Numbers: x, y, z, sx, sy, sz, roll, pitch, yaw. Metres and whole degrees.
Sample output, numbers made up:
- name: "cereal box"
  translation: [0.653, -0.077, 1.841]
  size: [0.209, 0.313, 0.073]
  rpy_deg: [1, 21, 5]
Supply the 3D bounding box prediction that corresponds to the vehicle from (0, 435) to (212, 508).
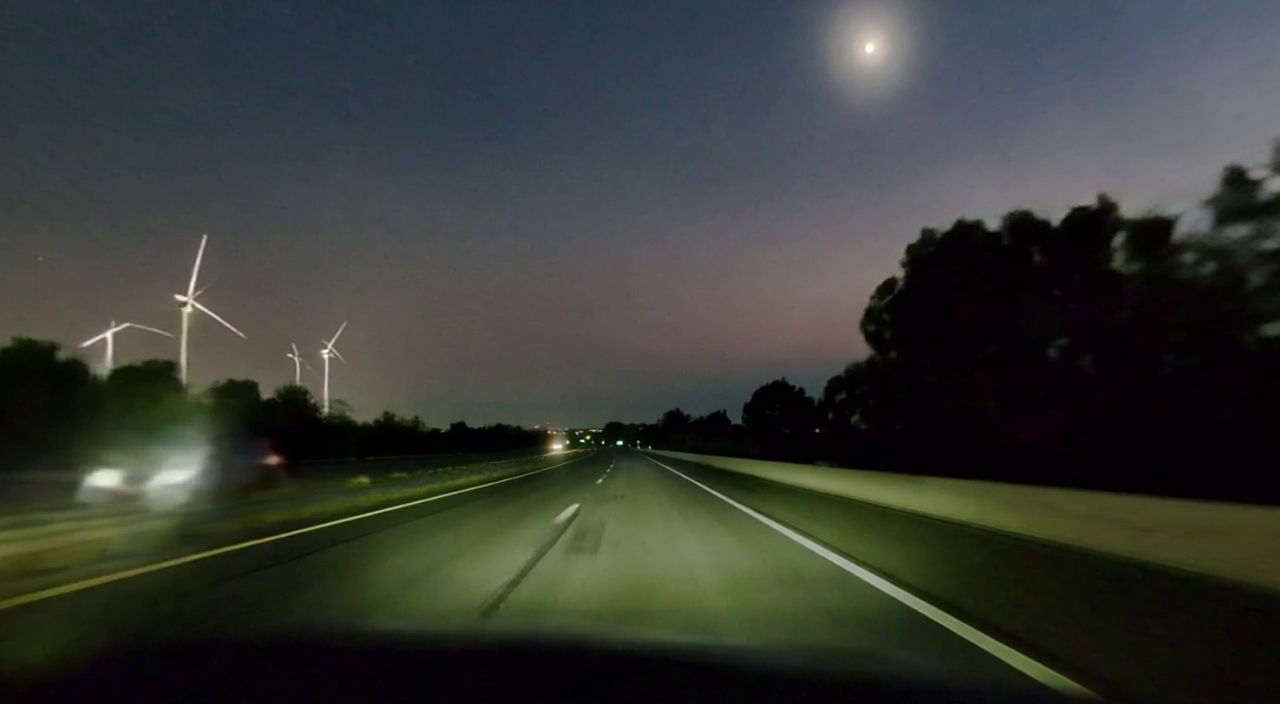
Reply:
- name: "vehicle"
  translation: [-12.883, 2.793, 15.174]
  size: [1.942, 1.473, 4.687]
  rpy_deg: [0, -9, -1]
